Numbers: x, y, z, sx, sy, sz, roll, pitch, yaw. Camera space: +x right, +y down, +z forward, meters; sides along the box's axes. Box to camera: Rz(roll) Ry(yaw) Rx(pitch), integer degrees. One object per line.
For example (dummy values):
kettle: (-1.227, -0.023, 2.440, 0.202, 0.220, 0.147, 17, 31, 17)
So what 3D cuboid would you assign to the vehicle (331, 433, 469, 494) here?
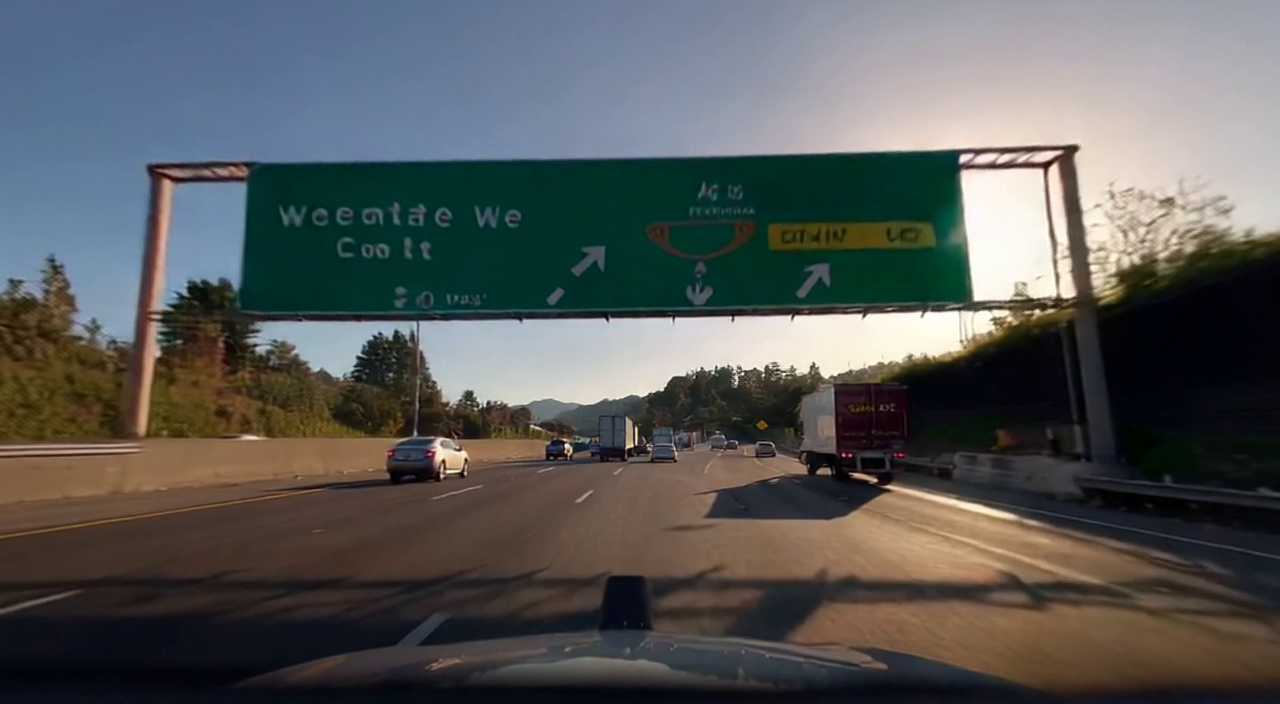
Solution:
vehicle: (-6.588, 3.110, 17.986, 1.950, 1.485, 4.589, 0, -9, 3)

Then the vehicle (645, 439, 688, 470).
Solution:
vehicle: (1.352, 5.391, 33.318, 2.105, 1.502, 4.068, 0, -8, 1)

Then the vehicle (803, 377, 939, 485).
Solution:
vehicle: (8.537, 3.149, 24.543, 2.895, 3.484, 7.631, -1, -9, 5)

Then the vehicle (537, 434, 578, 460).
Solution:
vehicle: (-6.209, 7.277, 48.221, 2.272, 1.850, 5.156, 0, -8, 2)

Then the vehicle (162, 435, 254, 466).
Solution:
vehicle: (-27.328, 6.244, 40.150, 2.144, 1.833, 4.973, 0, -9, 2)
